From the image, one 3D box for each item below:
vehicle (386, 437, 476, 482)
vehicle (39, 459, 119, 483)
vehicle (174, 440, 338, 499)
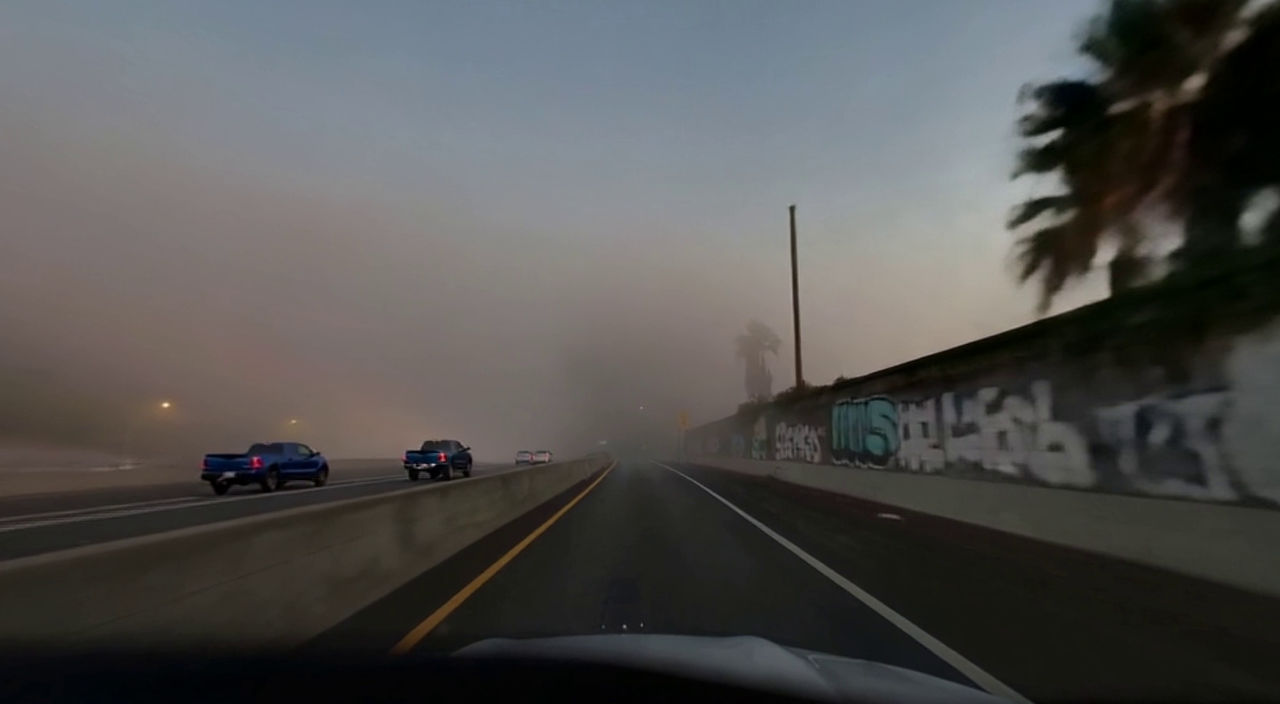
[{"bbox_3d":[-9.975,5.179,30.719,2.342,1.999,5.594,0,-9,1],"label":"vehicle"},{"bbox_3d":[-39.782,8.397,44.838,1.807,1.531,4.230,0,-9,-1],"label":"vehicle"},{"bbox_3d":[-13.881,4.268,23.457,2.272,1.882,5.941,0,-9,1],"label":"vehicle"}]
